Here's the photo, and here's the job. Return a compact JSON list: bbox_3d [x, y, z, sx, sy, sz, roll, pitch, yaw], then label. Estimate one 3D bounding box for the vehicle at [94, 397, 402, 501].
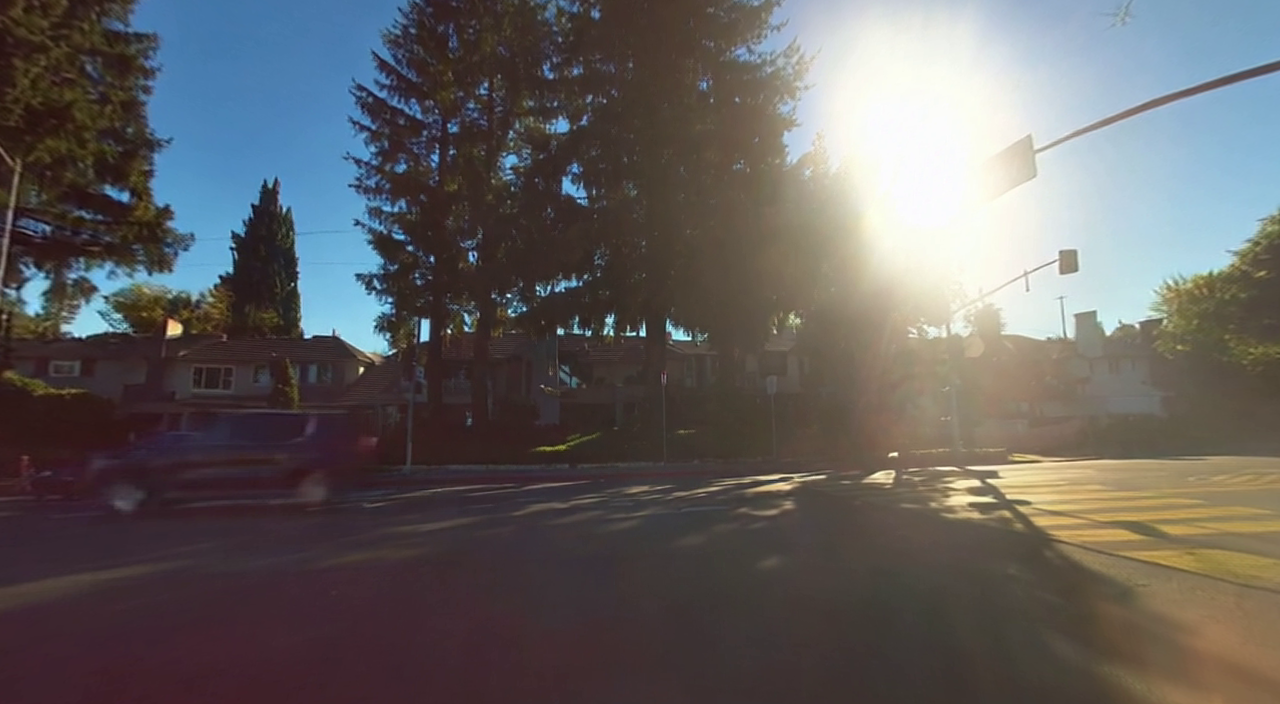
[{"bbox_3d":[-7.515,1.940,12.849,4.882,1.783,2.093,3,-9,-21],"label":"vehicle"}]
